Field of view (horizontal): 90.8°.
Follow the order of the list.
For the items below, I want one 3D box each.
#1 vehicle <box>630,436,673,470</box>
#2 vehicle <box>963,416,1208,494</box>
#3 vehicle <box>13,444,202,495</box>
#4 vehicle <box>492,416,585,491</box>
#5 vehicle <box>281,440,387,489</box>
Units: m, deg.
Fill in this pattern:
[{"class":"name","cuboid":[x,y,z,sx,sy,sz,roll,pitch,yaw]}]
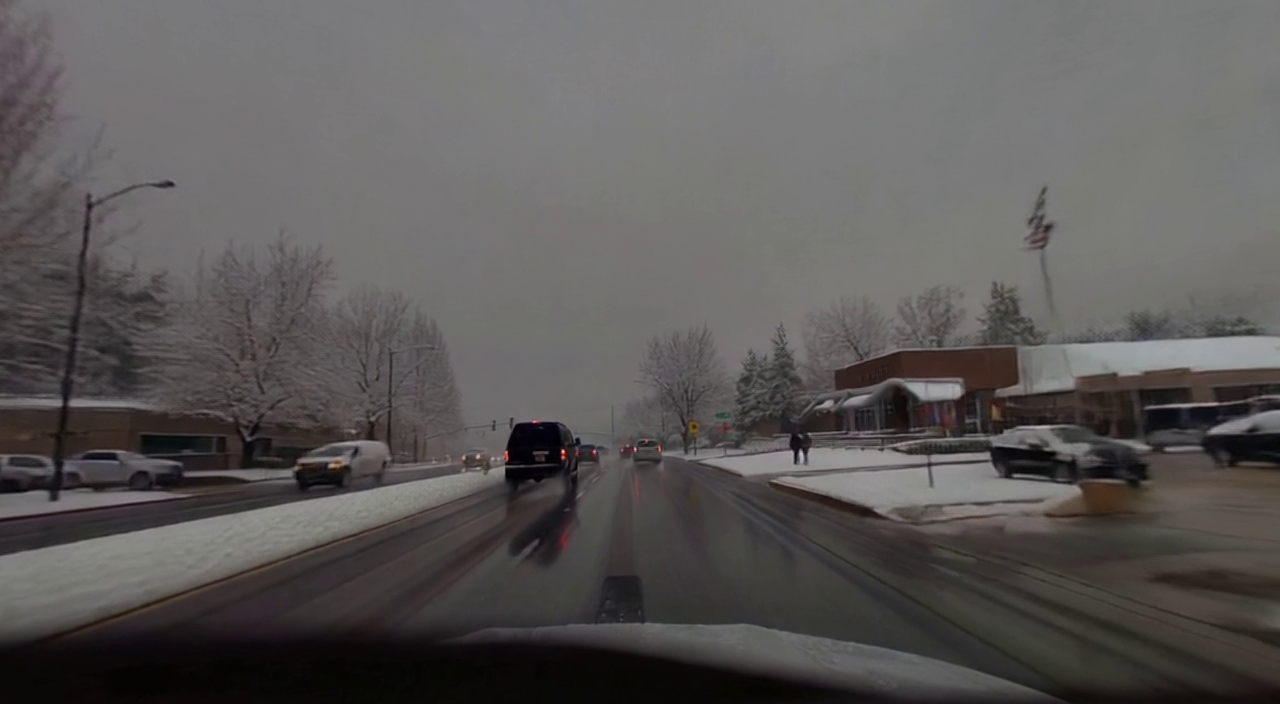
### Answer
[{"class":"vehicle","cuboid":[0.537,5.308,33.258,2.126,1.657,4.132,0,-9,-1]},{"class":"vehicle","cuboid":[10.030,2.380,14.873,2.194,1.521,4.686,0,-9,-3]},{"class":"vehicle","cuboid":[-24.005,5.291,28.739,6.055,2.148,2.690,0,-9,-1]},{"class":"vehicle","cuboid":[-3.114,3.273,20.649,2.213,2.123,5.124,0,-9,0]},{"class":"vehicle","cuboid":[-12.924,4.744,27.102,2.159,1.860,5.004,0,-9,-2]}]
